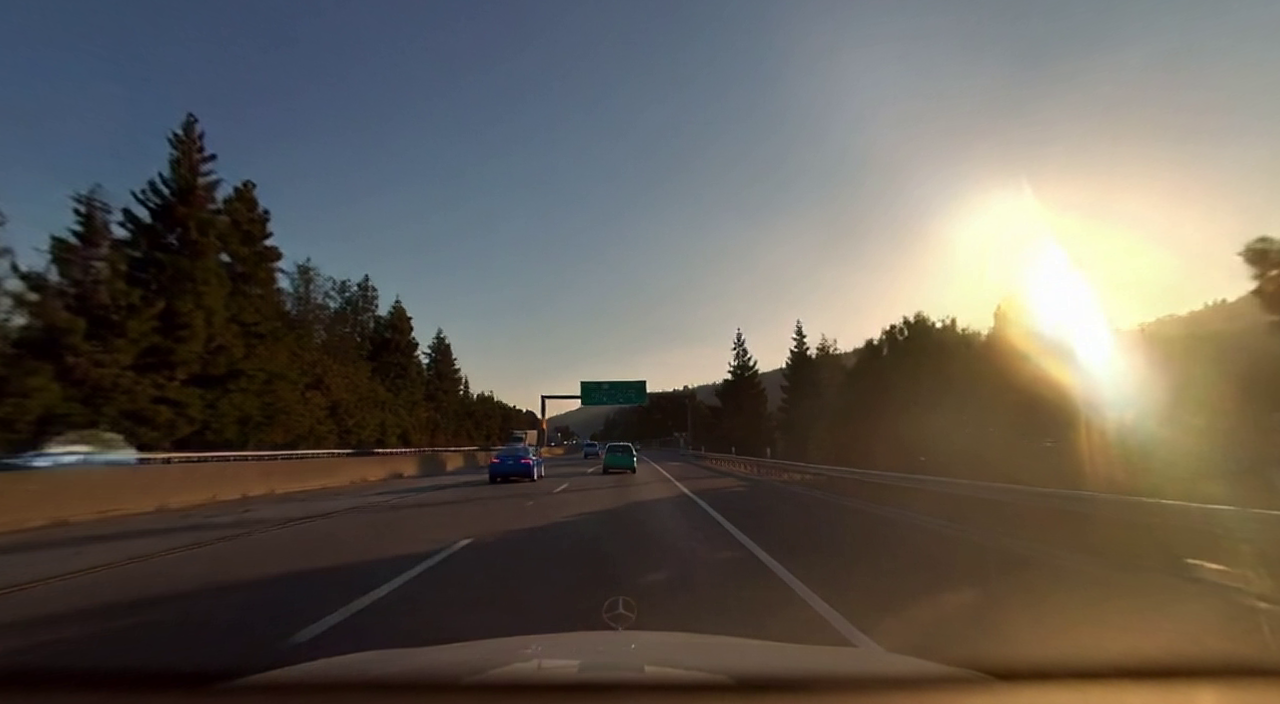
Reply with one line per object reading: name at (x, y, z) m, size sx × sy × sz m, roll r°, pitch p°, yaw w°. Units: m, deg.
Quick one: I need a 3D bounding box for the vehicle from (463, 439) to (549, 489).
vehicle at (-4.728, 4.030, 22.922) m, size 2.103 × 1.588 × 4.709 m, roll -1°, pitch -9°, yaw 0°

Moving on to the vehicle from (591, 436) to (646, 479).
vehicle at (-0.898, 4.646, 27.673) m, size 2.220 × 1.711 × 4.056 m, roll 0°, pitch -9°, yaw -1°

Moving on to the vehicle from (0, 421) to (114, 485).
vehicle at (-17.200, 2.766, 17.097) m, size 1.987 × 1.594 × 4.249 m, roll -1°, pitch -9°, yaw 0°
